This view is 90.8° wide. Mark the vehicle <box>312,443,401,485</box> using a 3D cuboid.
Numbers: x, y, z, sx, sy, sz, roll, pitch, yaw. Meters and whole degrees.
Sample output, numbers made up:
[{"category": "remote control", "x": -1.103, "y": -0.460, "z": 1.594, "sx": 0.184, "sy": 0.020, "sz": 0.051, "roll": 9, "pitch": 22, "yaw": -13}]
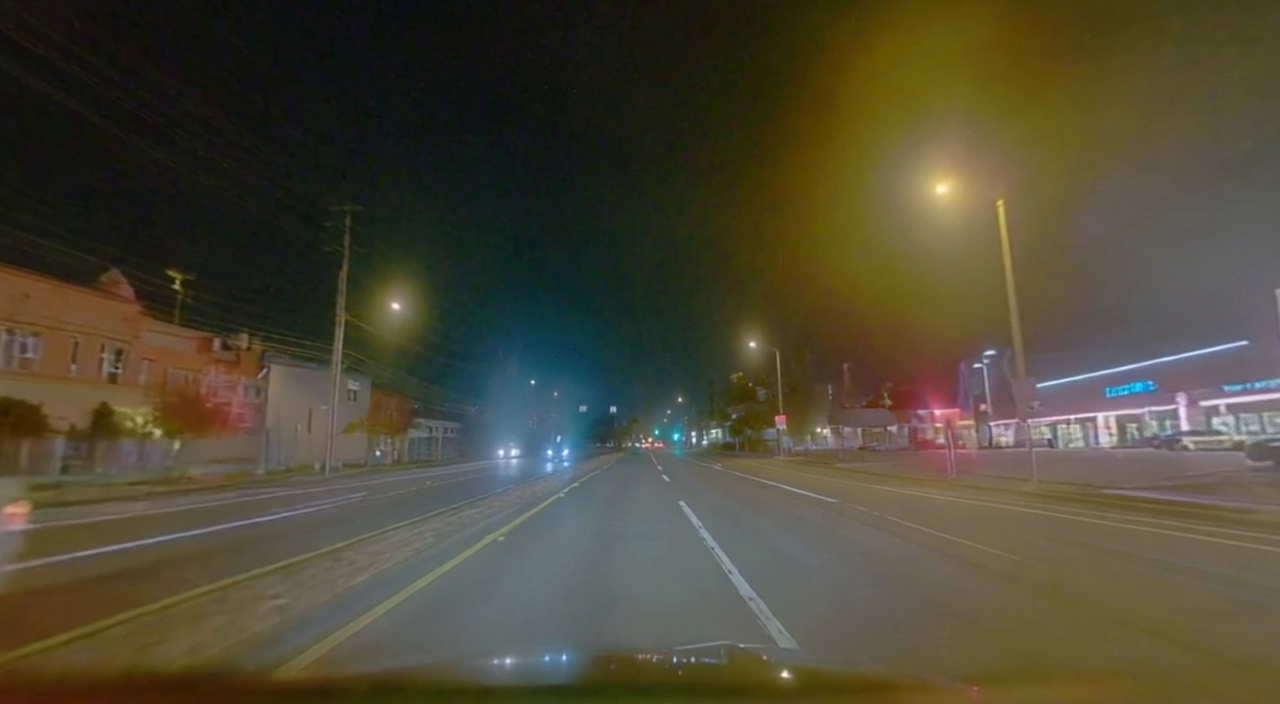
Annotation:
[{"category": "vehicle", "x": -12.850, "y": 5.061, "z": 28.925, "sx": 1.971, "sy": 1.719, "sz": 4.285, "roll": 0, "pitch": -8, "yaw": 1}]

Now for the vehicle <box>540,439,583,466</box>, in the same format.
[{"category": "vehicle", "x": -5.180, "y": 6.705, "z": 42.168, "sx": 2.177, "sy": 1.684, "sz": 4.418, "roll": -1, "pitch": -8, "yaw": 2}]

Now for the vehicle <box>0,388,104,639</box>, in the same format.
[{"category": "vehicle", "x": -5.592, "y": 0.920, "z": 2.945, "sx": 2.129, "sy": 1.748, "sz": 4.555, "roll": 0, "pitch": -8, "yaw": 0}]
